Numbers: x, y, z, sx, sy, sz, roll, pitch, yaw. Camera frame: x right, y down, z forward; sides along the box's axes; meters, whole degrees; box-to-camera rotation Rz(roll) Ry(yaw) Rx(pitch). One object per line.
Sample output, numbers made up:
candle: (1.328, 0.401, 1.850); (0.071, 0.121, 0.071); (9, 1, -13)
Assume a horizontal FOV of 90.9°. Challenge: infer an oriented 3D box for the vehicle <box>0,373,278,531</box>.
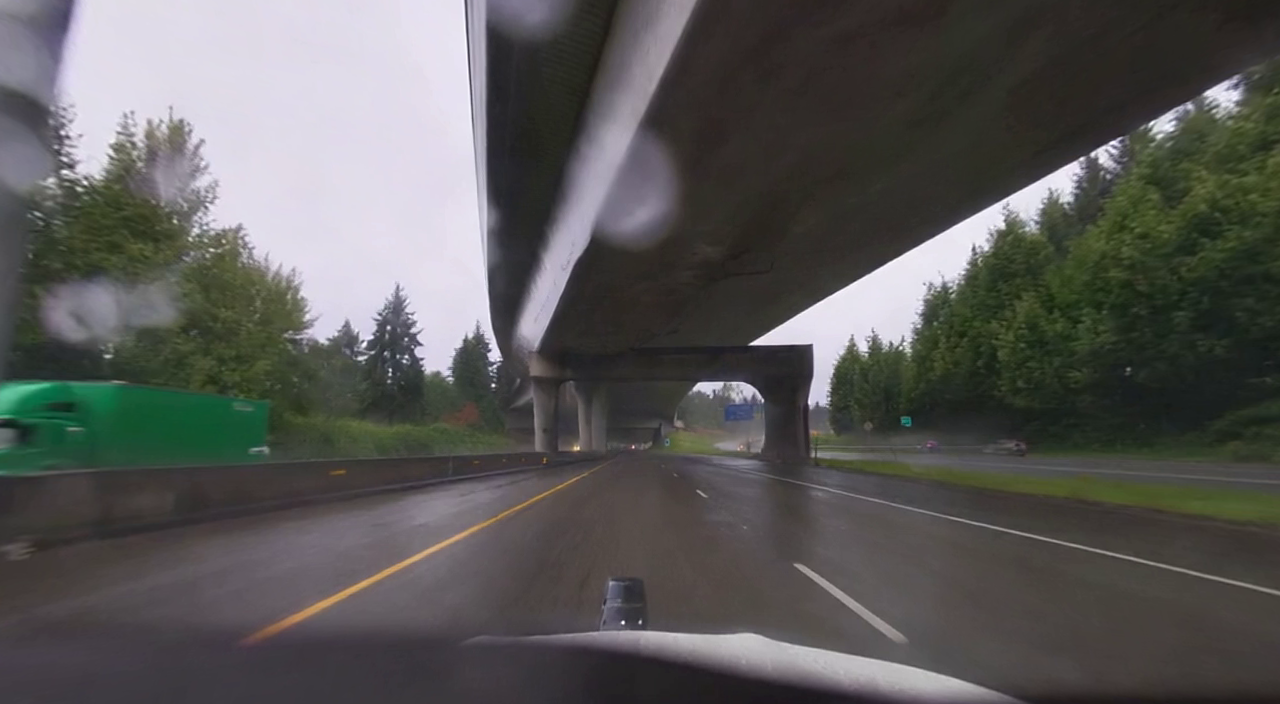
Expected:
vehicle: (-15.930, 3.076, 19.610); (3.218, 3.648, 9.879); (0, -9, 1)
